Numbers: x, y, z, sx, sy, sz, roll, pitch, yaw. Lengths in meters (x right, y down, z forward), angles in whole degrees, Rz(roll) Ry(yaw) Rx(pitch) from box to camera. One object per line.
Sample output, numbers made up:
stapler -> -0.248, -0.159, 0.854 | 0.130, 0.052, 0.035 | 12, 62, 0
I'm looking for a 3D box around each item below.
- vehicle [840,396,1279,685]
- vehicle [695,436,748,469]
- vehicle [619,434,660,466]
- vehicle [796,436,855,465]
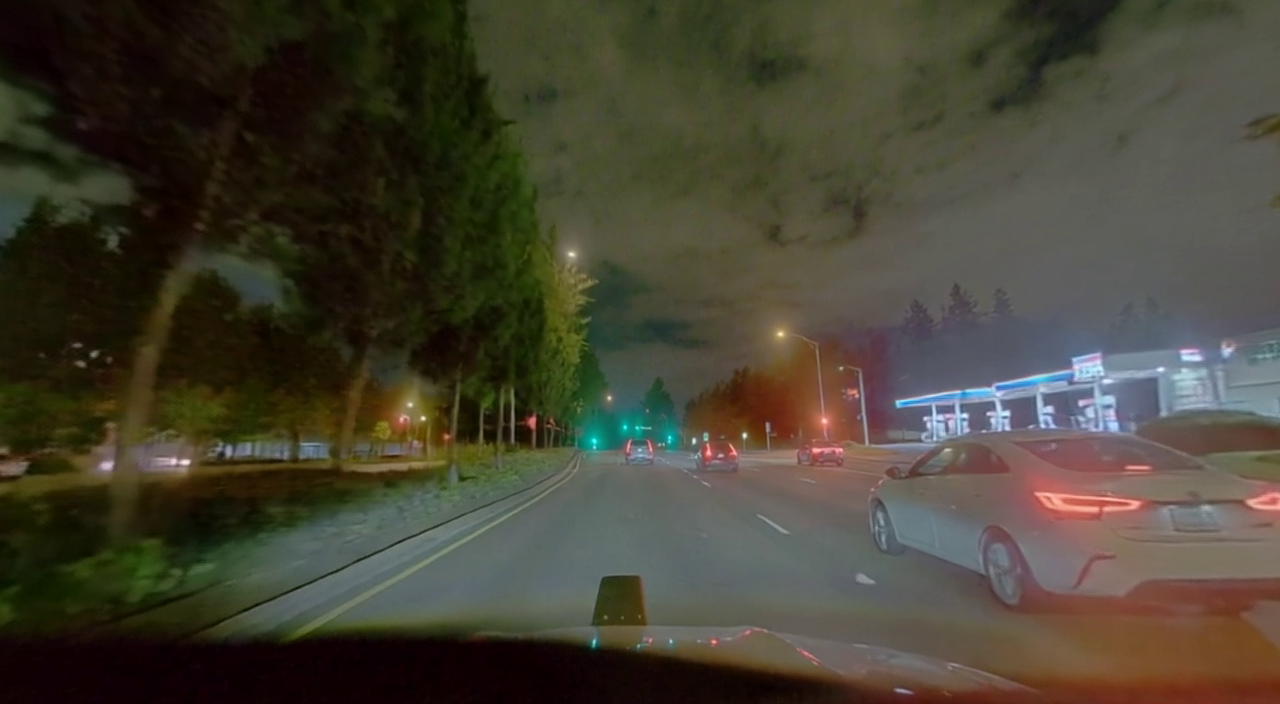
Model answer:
vehicle -> 3.678, 1.342, 5.731 | 2.119, 1.509, 4.756 | 0, -9, 0
vehicle -> 3.984, 5.012, 31.383 | 1.980, 1.515, 4.362 | 0, -9, -1
vehicle -> -0.052, 5.541, 35.603 | 2.172, 1.694, 4.055 | 0, -9, -1
vehicle -> 10.120, 5.405, 34.508 | 1.906, 1.488, 4.251 | 0, -9, 0
